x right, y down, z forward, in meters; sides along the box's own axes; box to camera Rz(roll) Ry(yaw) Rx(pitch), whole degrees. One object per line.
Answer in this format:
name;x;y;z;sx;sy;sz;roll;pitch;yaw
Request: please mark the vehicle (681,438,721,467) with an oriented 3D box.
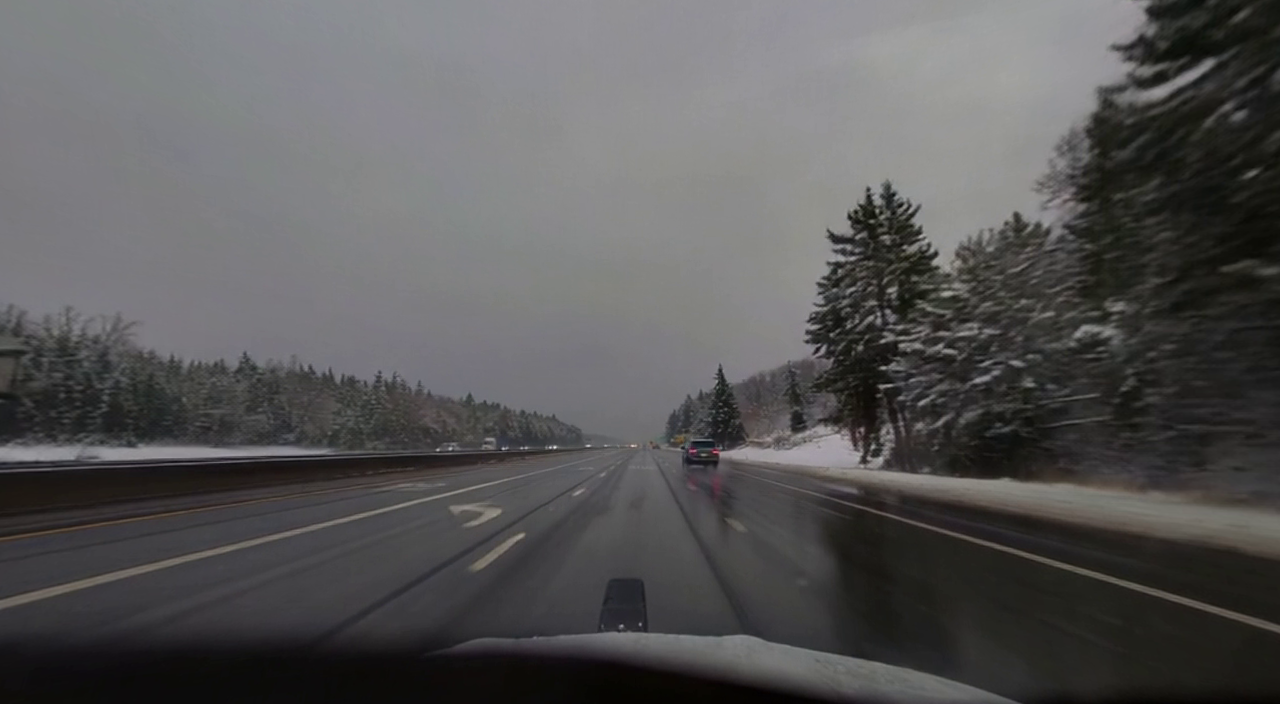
vehicle;4.245;7.046;44.489;2.172;1.930;4.879;0;-8;-2
